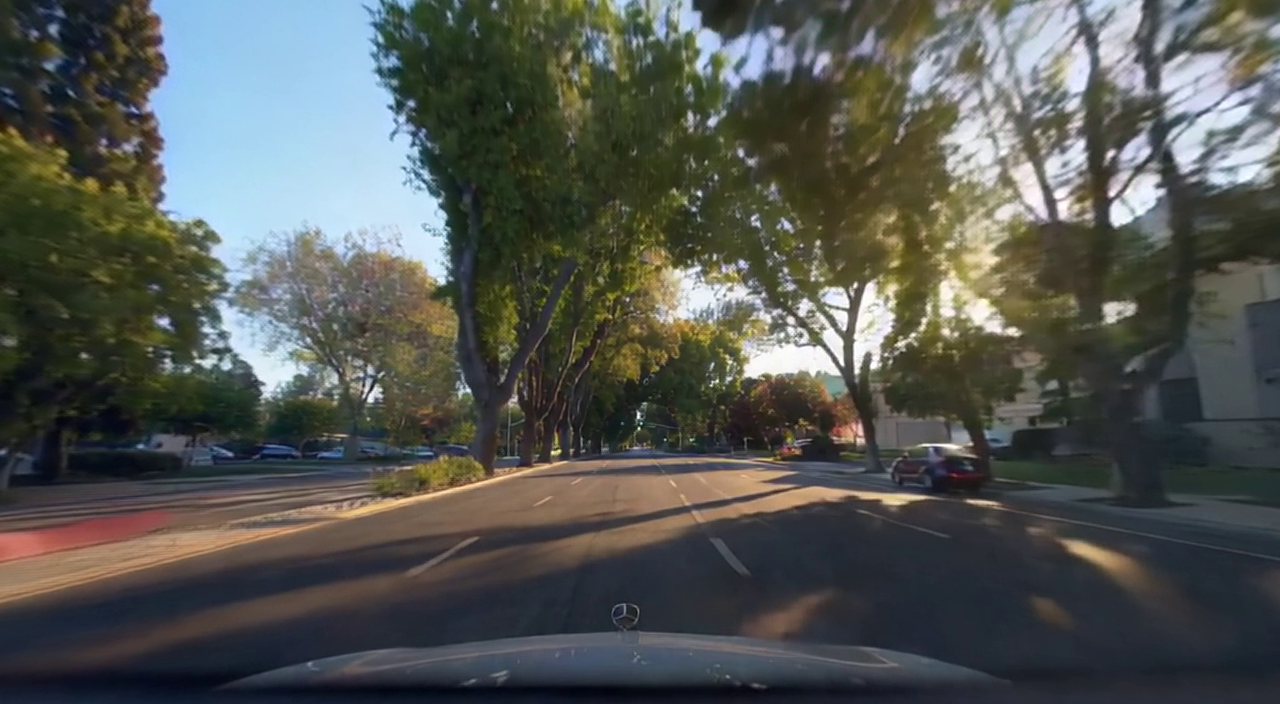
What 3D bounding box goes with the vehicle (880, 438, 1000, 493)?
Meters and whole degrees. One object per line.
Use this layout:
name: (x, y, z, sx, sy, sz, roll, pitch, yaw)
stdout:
vehicle: (10.312, 3.922, 22.191, 2.044, 1.705, 4.668, 0, -9, 2)
